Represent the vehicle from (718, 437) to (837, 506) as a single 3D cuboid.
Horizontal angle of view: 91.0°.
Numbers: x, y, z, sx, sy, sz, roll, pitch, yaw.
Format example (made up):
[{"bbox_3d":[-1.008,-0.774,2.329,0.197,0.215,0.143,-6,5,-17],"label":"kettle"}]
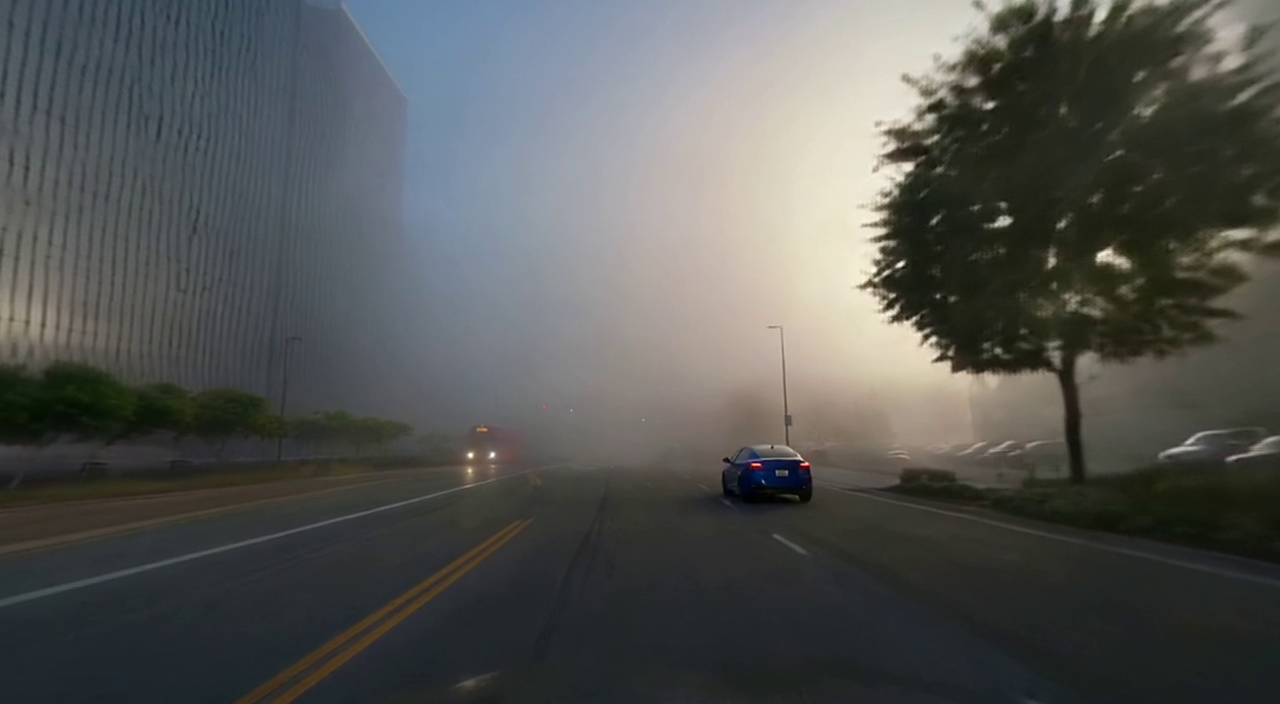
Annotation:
[{"bbox_3d":[3.302,2.970,16.032,1.993,1.501,4.127,0,-9,-1],"label":"vehicle"}]
